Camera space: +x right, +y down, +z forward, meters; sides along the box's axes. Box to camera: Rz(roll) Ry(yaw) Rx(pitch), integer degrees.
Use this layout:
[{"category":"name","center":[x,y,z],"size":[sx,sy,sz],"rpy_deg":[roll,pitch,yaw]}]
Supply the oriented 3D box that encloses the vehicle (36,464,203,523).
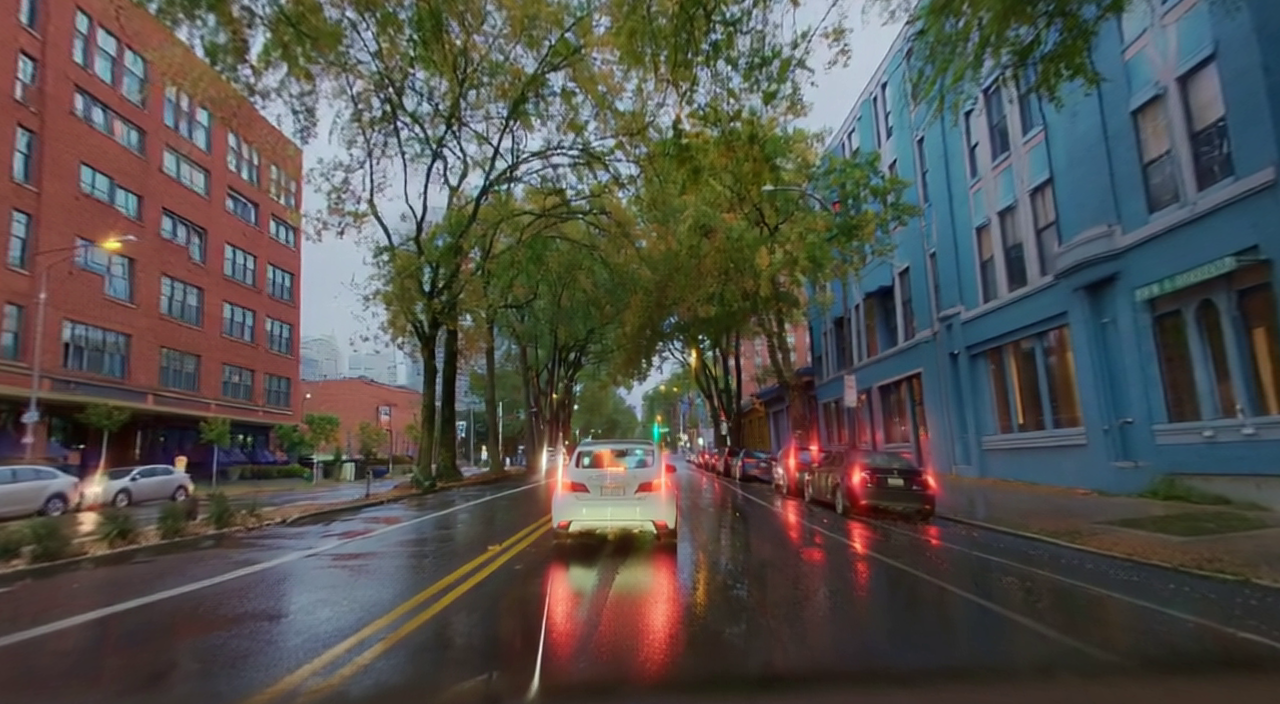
[{"category":"vehicle","center":[-18.023,4.873,22.175],"size":[2.011,1.727,4.449],"rpy_deg":[1,-9,0]}]

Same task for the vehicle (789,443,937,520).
[{"category":"vehicle","center":[4.911,2.880,14.532],"size":[1.832,1.491,4.054],"rpy_deg":[1,-9,-1]}]

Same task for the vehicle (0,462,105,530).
[{"category":"vehicle","center":[-17.621,3.911,17.169],"size":[1.909,1.658,4.559],"rpy_deg":[0,-9,1]}]

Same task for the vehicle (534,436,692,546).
[{"category":"vehicle","center":[-0.389,2.281,11.016],"size":[2.230,1.518,4.113],"rpy_deg":[0,-9,0]}]
